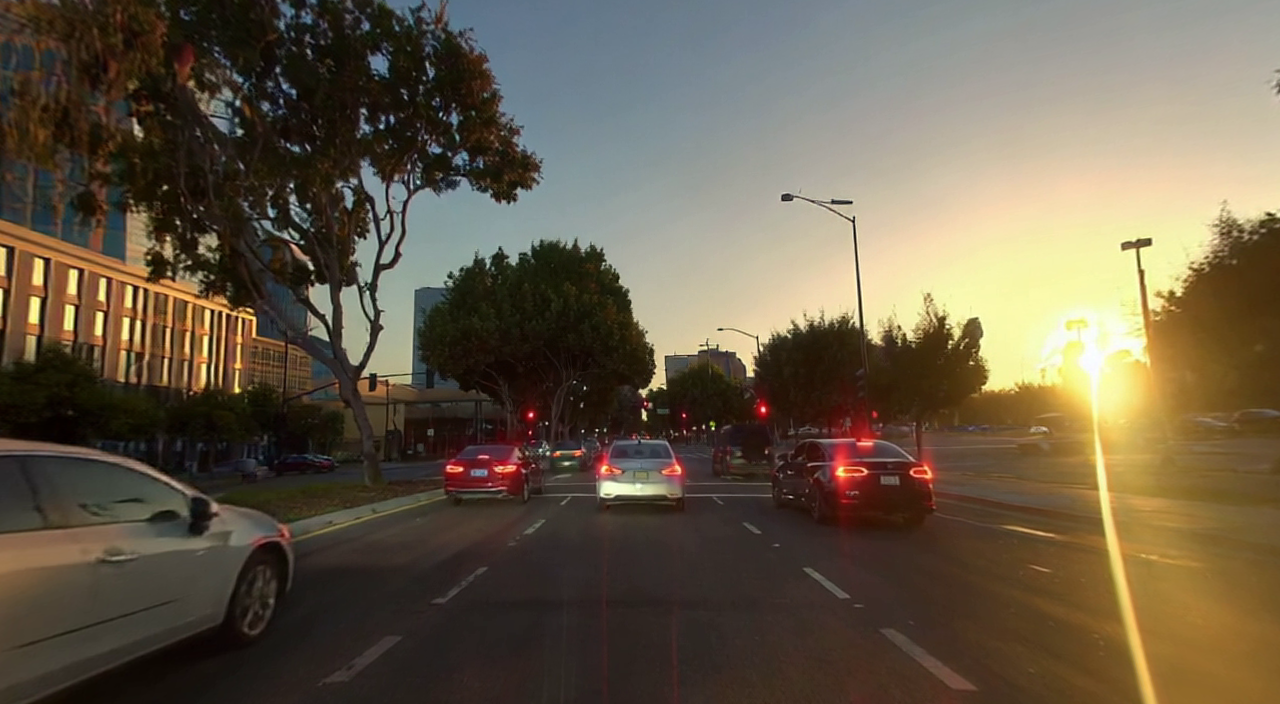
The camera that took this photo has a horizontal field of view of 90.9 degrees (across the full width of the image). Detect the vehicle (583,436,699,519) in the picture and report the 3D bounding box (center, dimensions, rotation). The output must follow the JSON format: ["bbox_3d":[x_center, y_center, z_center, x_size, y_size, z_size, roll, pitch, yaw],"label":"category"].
[{"bbox_3d":[-0.054,2.561,13.395,2.101,1.480,3.929,0,-8,-2],"label":"vehicle"}]

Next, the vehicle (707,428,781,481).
[{"bbox_3d":[4.197,4.260,26.358,2.142,1.957,5.443,0,-8,0],"label":"vehicle"}]

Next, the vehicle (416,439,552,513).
[{"bbox_3d":[-3.411,2.786,14.687,2.002,1.465,4.098,0,-8,2],"label":"vehicle"}]

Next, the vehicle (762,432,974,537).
[{"bbox_3d":[3.717,2.231,11.314,1.990,1.486,4.431,0,-8,-2],"label":"vehicle"}]

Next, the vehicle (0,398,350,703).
[{"bbox_3d":[-3.327,0.981,2.693,2.038,1.481,4.379,0,-8,1],"label":"vehicle"}]
